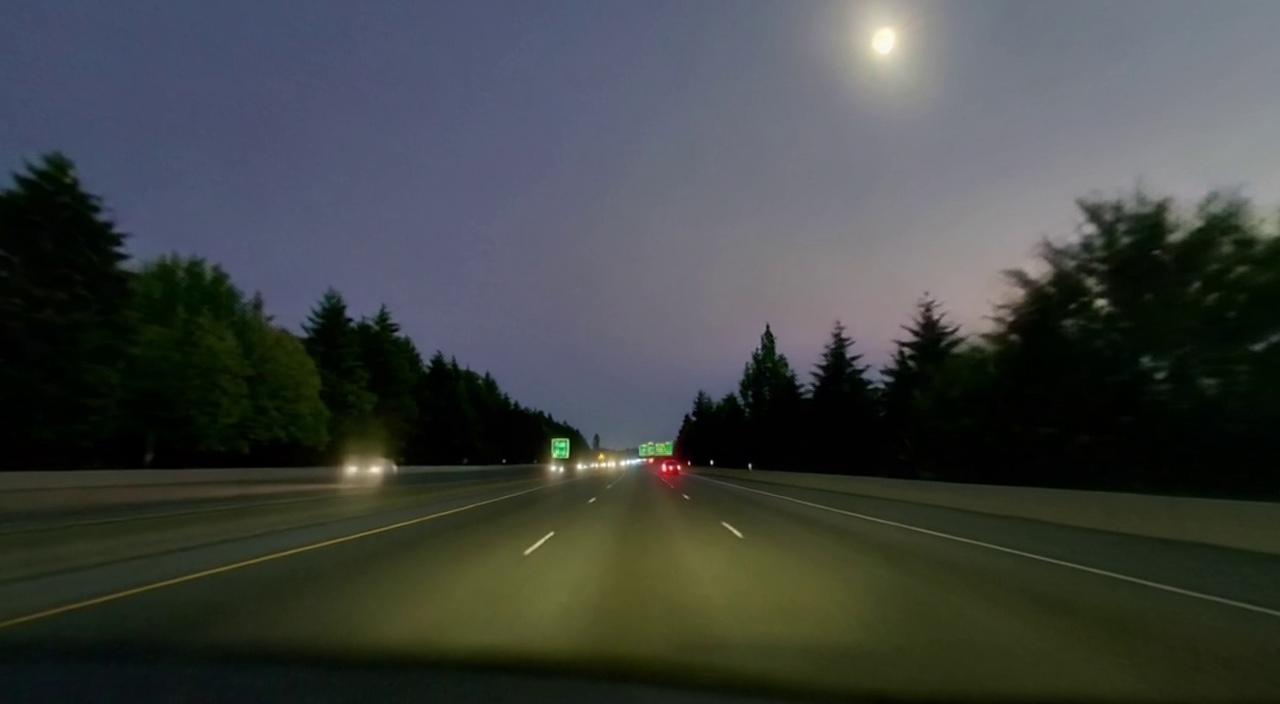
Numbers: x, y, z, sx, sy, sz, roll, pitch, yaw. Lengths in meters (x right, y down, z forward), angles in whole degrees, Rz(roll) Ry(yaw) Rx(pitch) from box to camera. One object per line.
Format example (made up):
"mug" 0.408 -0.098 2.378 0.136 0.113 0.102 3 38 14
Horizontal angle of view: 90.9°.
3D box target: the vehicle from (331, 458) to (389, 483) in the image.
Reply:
"vehicle" -19.130 8.124 43.220 1.905 1.608 4.405 1 -11 0
